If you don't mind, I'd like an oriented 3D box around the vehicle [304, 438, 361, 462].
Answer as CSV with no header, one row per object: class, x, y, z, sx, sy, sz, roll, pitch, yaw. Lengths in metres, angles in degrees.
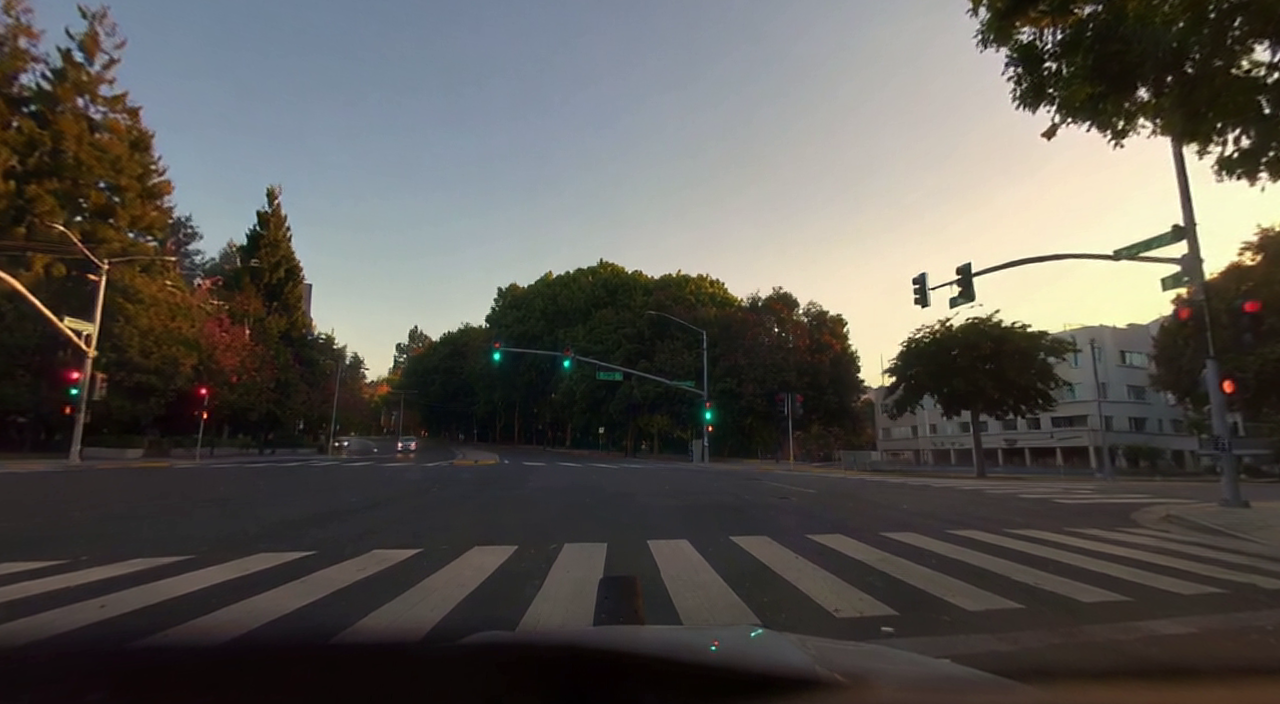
vehicle,-19.771,6.328,40.819,1.918,1.432,4.433,1,-9,-7
